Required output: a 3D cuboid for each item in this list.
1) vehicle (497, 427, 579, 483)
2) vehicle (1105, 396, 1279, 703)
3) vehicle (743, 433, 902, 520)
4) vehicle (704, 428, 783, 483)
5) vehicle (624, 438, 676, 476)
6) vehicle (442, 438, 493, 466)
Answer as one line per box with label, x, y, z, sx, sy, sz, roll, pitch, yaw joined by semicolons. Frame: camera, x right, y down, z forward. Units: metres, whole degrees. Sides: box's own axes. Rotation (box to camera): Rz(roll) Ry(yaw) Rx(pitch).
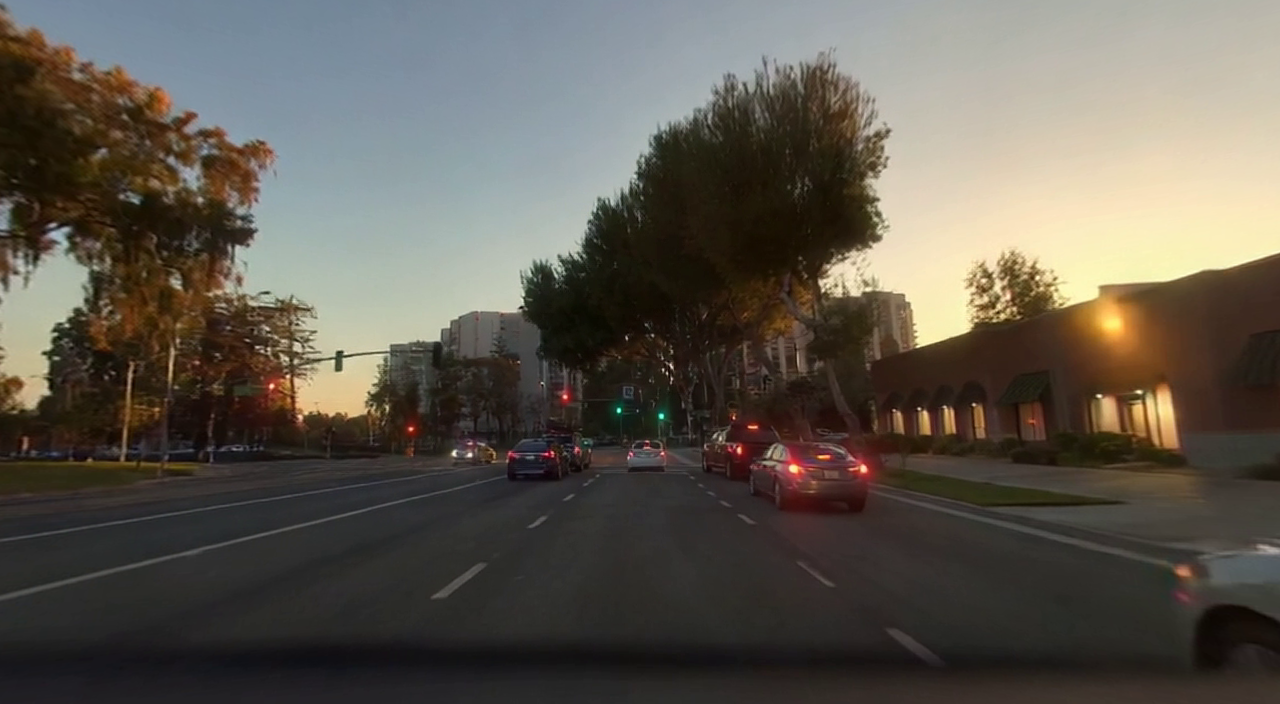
vehicle;-3.397;3.539;21.854;2.023;1.720;4.452;0;-8;1
vehicle;3.201;0.687;0.755;1.948;1.474;4.360;0;-8;0
vehicle;3.466;2.438;12.909;1.913;1.463;4.198;0;-8;-1
vehicle;3.504;3.585;22.070;1.992;1.744;4.183;0;-8;-1
vehicle;0.341;4.236;25.671;1.971;1.433;3.923;0;-8;-1
vehicle;-10.388;6.033;38.276;1.989;1.598;4.054;-1;-8;0
